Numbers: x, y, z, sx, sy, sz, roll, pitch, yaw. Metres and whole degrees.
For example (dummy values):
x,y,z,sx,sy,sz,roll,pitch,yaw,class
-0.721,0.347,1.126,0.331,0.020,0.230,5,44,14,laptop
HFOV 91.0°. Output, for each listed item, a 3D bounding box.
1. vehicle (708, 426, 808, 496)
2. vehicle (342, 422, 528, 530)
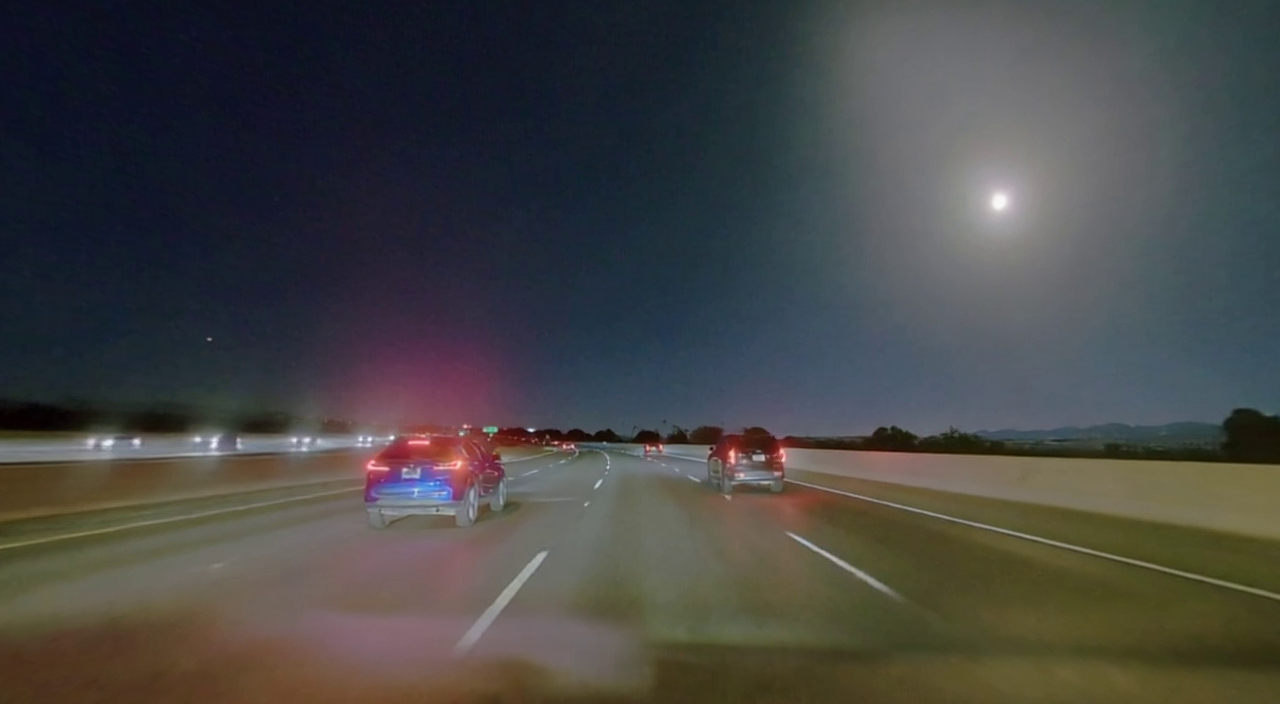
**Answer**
x,y,z,sx,sy,sz,roll,pitch,yaw,class
3.474,3.333,19.578,2.153,1.860,4.689,0,-9,-1,vehicle
-3.754,2.370,12.605,2.214,1.743,4.465,0,-9,0,vehicle
